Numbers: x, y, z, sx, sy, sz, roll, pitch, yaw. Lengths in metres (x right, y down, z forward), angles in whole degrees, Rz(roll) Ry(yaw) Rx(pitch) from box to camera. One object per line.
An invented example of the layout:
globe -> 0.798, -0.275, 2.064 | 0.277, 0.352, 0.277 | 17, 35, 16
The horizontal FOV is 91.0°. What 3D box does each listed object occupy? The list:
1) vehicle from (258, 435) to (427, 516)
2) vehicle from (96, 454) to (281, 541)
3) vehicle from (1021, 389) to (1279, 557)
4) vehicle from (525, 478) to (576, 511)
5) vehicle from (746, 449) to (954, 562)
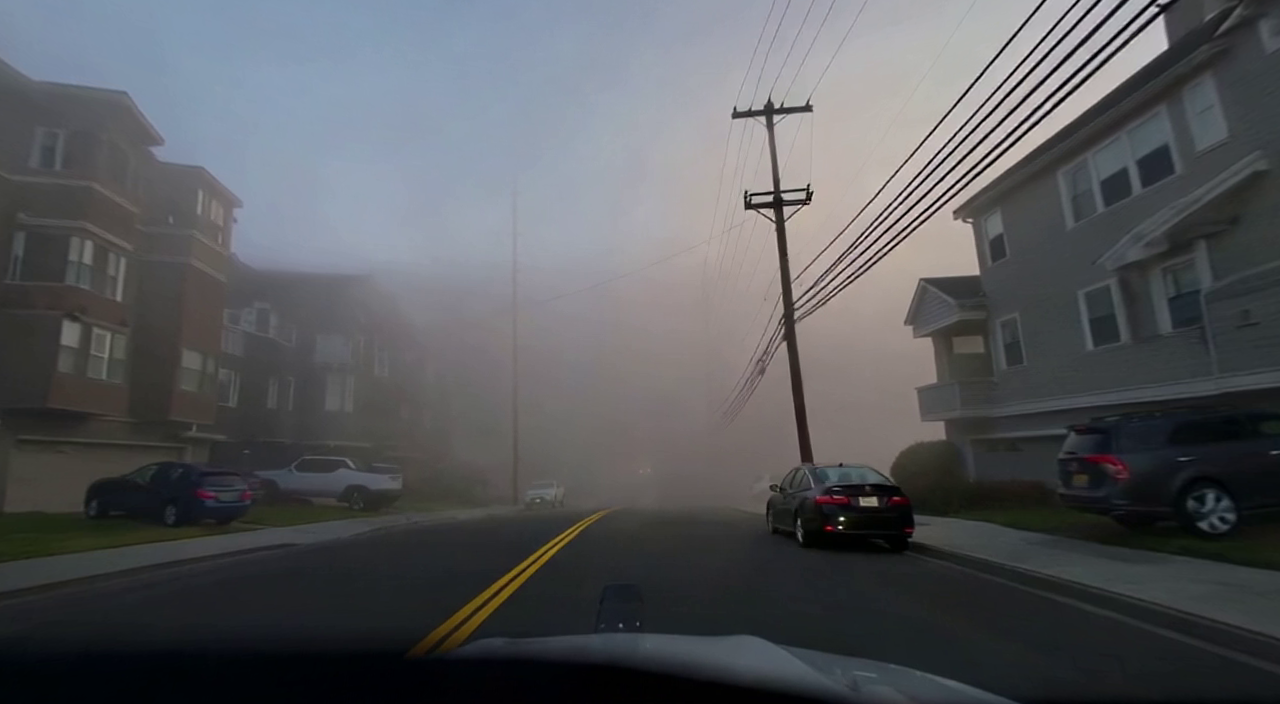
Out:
vehicle -> -12.041, 5.134, 25.931 | 5.503, 2.906, 2.584 | -2, -15, 2
vehicle -> -11.395, 3.507, 15.838 | 4.526, 1.806, 2.043 | -5, -10, 31
vehicle -> 8.513, 1.570, 8.724 | 4.964, 1.878, 1.979 | -4, -13, -1
vehicle -> -5.331, 8.595, 38.147 | 2.156, 1.764, 4.410 | -3, -12, 4
vehicle -> 3.203, 2.510, 10.727 | 1.945, 1.500, 4.363 | 0, -11, -1
